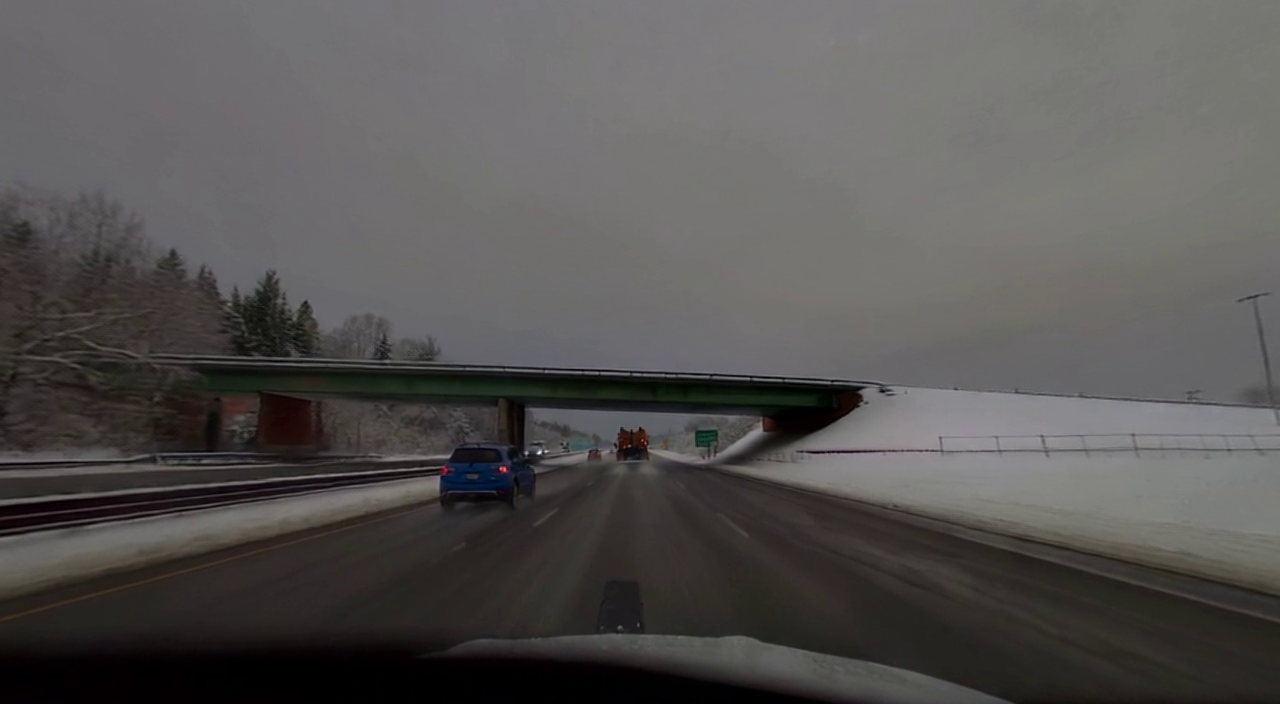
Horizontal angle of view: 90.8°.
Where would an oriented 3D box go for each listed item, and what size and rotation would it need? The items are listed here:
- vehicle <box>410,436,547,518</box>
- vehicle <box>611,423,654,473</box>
[{"bbox_3d":[-3.594,2.862,14.955,2.088,1.643,4.215,0,-9,0],"label":"vehicle"},{"bbox_3d":[-0.505,6.432,42.439,2.672,3.056,6.900,0,-9,-1],"label":"vehicle"}]
